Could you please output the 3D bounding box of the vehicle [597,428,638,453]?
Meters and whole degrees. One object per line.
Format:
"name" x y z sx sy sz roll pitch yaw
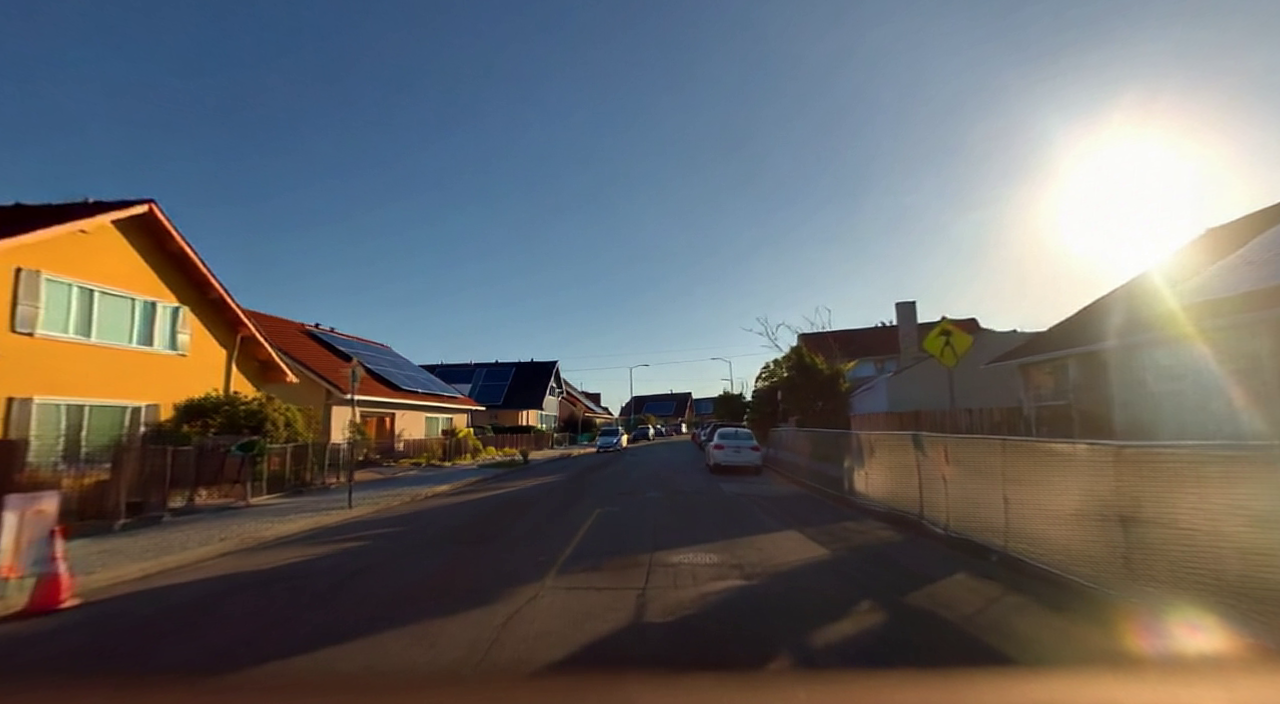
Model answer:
"vehicle" -1.346 5.586 39.941 1.972 1.499 4.191 -1 -8 7

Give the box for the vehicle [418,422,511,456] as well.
"vehicle" -9.297 4.634 33.535 4.205 1.745 2.121 -1 -8 6

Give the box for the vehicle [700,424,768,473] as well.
"vehicle" 3.073 3.223 21.303 1.998 1.494 3.927 -1 -8 5
